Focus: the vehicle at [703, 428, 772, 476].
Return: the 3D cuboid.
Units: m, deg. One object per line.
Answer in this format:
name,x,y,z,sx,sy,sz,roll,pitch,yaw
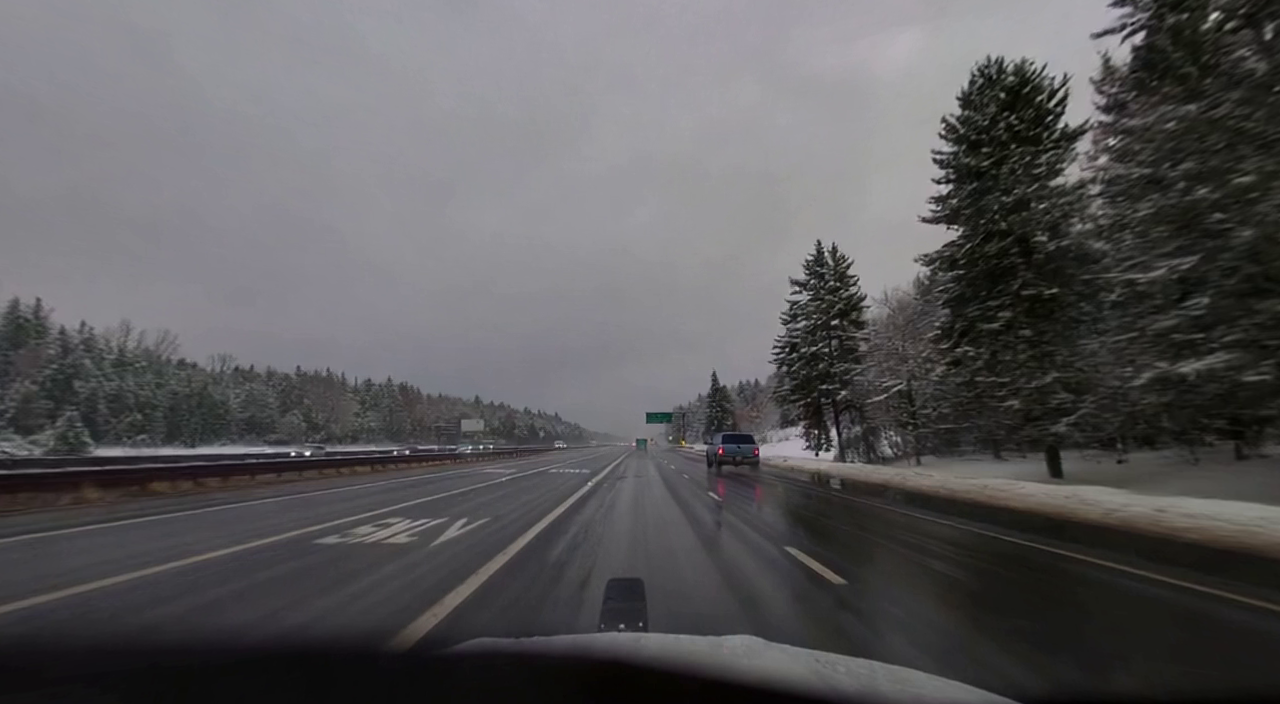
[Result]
vehicle,4.248,4.462,28.300,2.172,1.930,4.879,0,-8,-1
